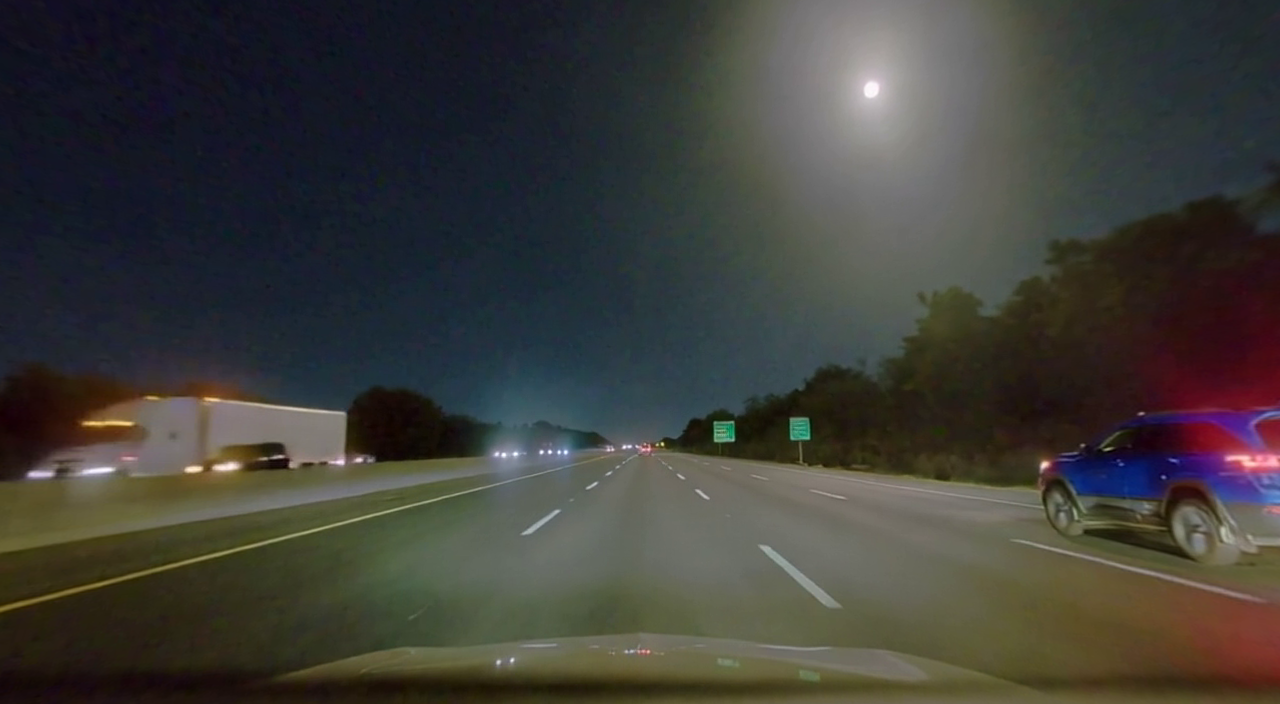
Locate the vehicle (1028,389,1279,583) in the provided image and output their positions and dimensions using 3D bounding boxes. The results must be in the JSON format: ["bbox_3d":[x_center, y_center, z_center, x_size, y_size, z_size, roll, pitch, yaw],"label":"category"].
[{"bbox_3d":[7.264,1.479,7.307,2.186,1.848,5.136,0,-9,0],"label":"vehicle"}]

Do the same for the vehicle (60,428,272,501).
[{"bbox_3d":[-12.956,3.103,17.785,2.080,1.752,4.892,0,-9,1],"label":"vehicle"}]

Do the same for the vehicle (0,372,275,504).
[{"bbox_3d":[-16.840,3.013,21.559,2.944,3.531,9.250,0,-9,1],"label":"vehicle"}]
